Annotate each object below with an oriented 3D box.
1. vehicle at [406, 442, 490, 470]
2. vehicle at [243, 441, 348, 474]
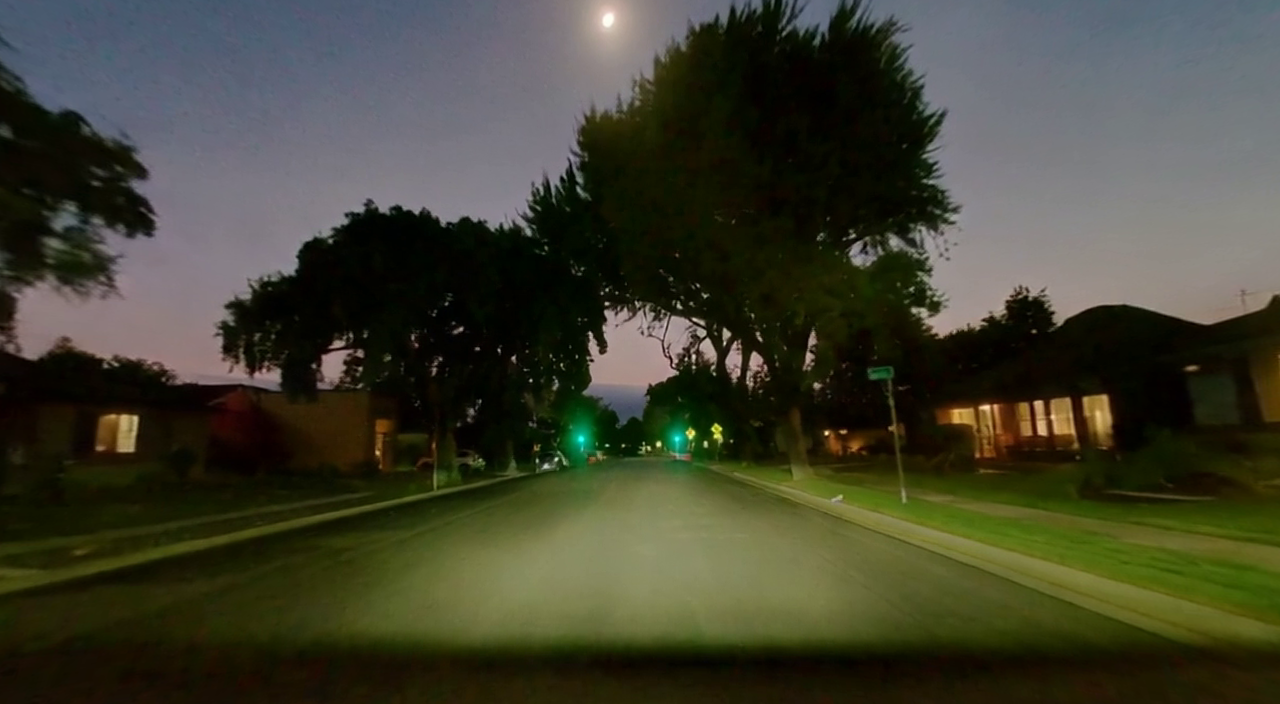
[{"bbox_3d":[-12.543,6.825,41.306,4.876,1.733,1.989,0,-9,3],"label":"vehicle"},{"bbox_3d":[-17.260,5.304,31.644,4.112,1.497,1.956,-2,-9,2],"label":"vehicle"}]
